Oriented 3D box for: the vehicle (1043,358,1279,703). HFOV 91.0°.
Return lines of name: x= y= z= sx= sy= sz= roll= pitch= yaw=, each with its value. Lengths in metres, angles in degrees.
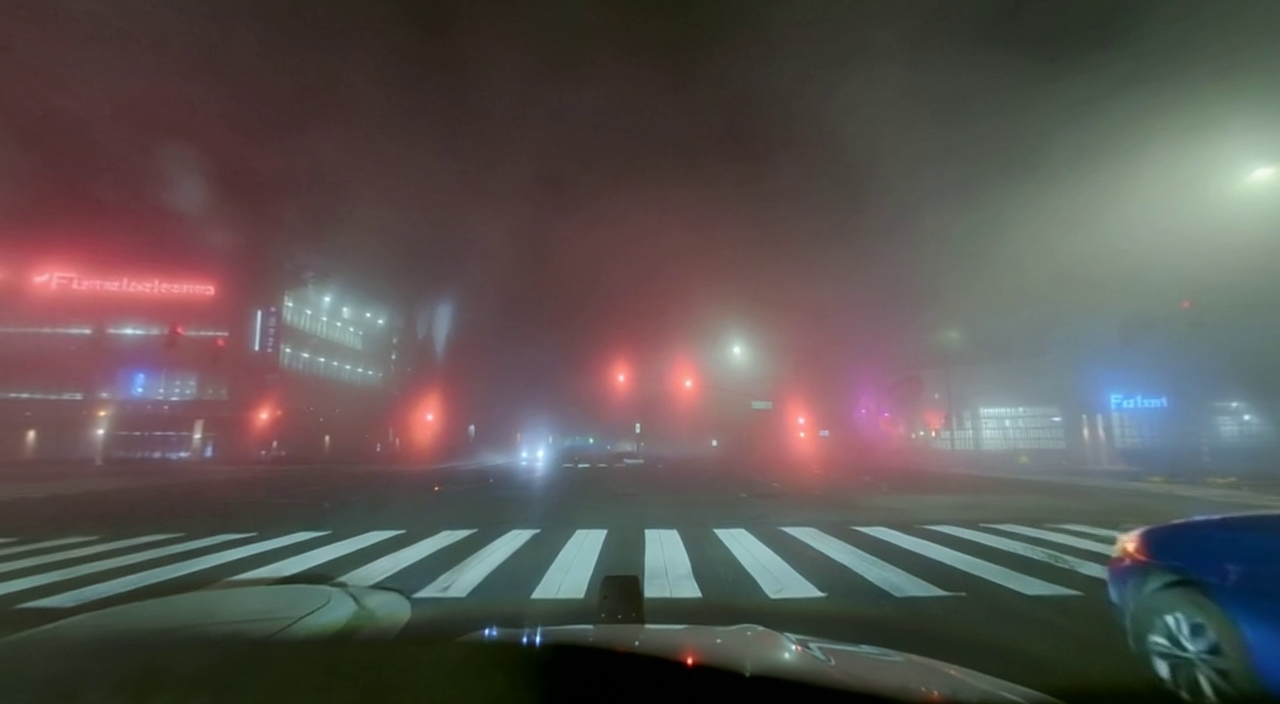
vehicle: x=3.443 y=0.730 z=1.608 sx=2.067 sy=1.625 sz=4.073 roll=0 pitch=-8 yaw=0
